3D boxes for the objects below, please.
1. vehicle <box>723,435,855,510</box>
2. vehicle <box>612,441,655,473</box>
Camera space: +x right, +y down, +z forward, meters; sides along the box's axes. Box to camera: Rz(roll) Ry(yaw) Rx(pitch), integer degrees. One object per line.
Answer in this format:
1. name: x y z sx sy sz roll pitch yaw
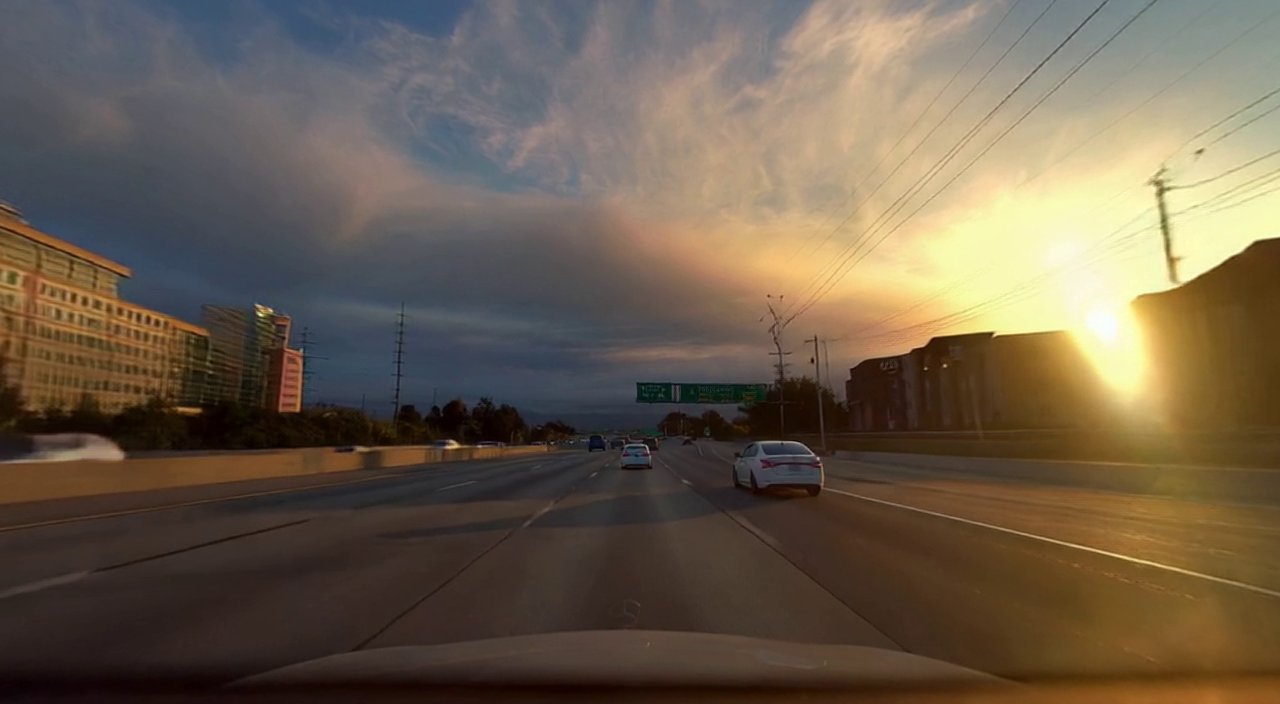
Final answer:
1. vehicle: 3.366 2.812 15.225 1.995 1.533 4.463 0 -8 -2
2. vehicle: -0.346 5.191 31.375 2.019 1.472 3.971 0 -8 -1
